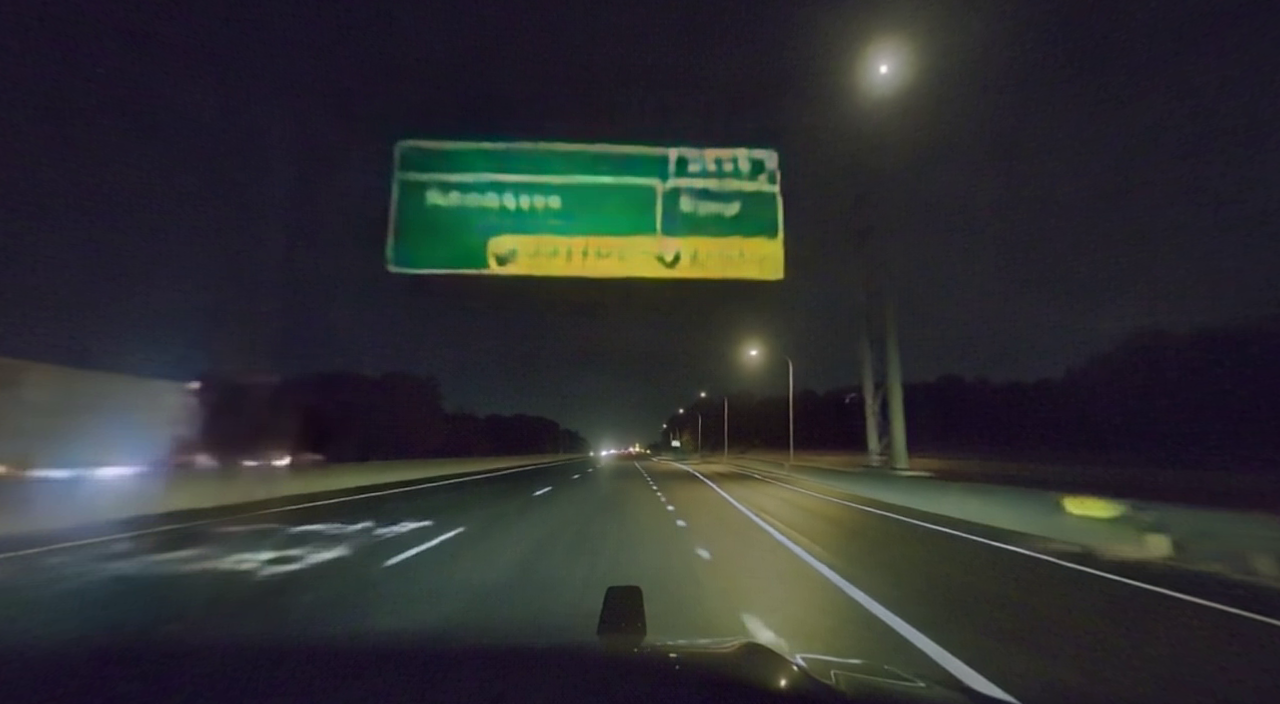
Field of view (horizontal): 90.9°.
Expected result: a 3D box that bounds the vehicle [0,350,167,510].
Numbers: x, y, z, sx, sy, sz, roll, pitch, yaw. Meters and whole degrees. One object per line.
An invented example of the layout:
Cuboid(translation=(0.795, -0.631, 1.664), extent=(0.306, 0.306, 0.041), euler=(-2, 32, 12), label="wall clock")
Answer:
Cuboid(translation=(-18.155, 2.141, 17.051), extent=(3.044, 4.093, 10.129), euler=(0, -9, -2), label="vehicle")
